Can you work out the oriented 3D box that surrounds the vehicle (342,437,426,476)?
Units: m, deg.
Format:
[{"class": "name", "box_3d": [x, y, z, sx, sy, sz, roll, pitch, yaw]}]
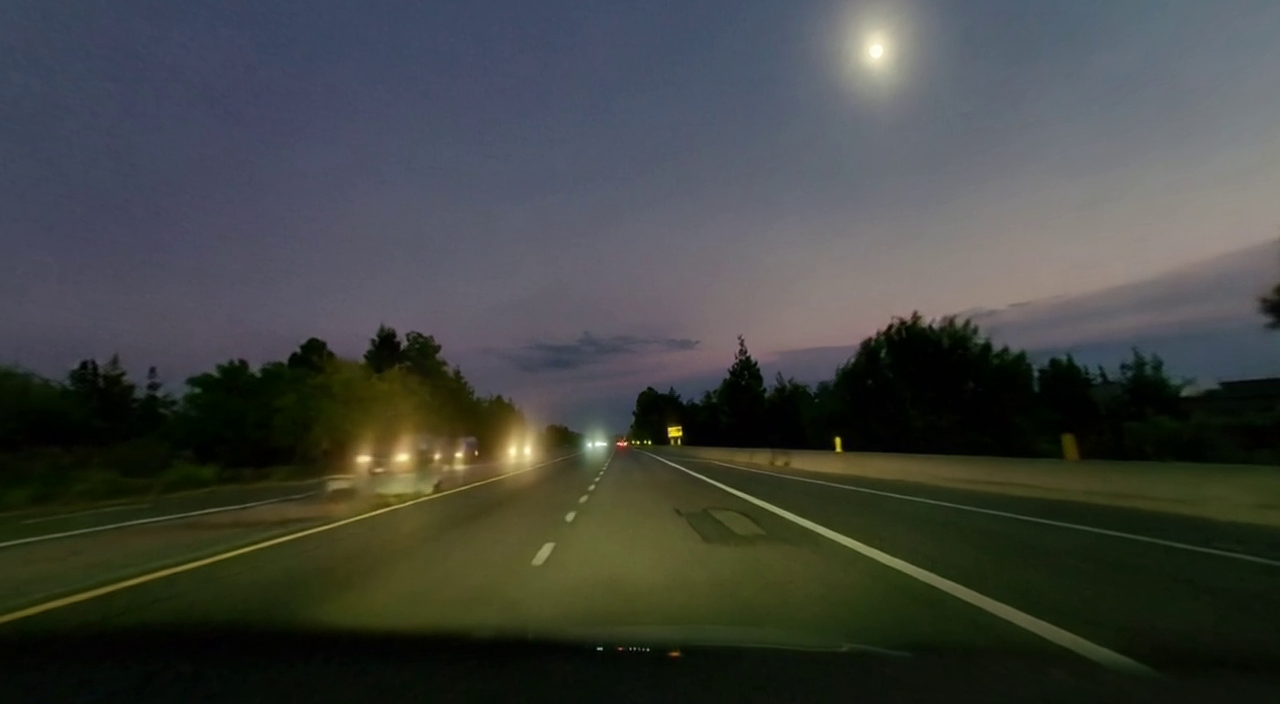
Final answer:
[{"class": "vehicle", "box_3d": [-12.512, 5.130, 31.167, 2.079, 1.724, 5.079, 0, -8, -1]}]
